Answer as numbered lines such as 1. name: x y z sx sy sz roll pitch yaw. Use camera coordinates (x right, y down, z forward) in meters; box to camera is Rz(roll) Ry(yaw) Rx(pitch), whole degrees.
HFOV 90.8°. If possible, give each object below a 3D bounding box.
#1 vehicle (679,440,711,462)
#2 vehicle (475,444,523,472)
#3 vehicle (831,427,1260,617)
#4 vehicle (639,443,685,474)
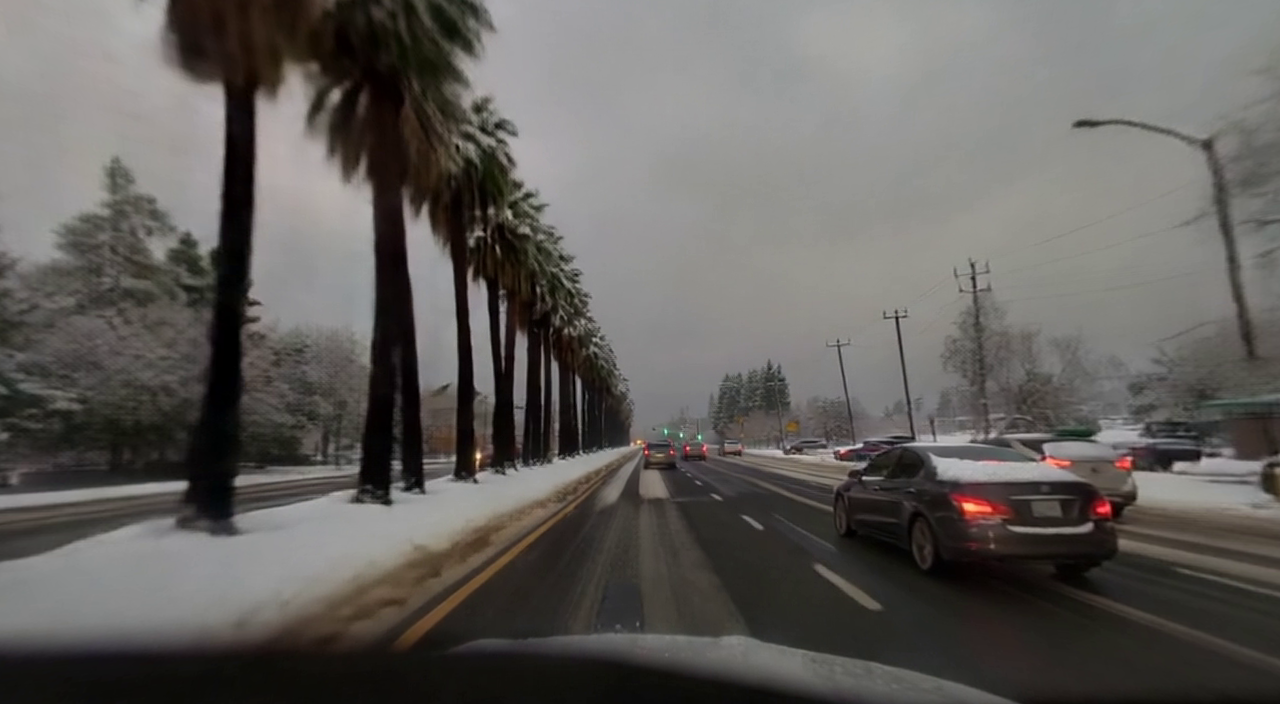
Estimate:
1. vehicle: 4.266 7.730 49.439 2.042 1.632 4.384 0 -8 -1
2. vehicle: -10.052 7.592 45.497 2.238 1.766 4.710 -2 -9 2
3. vehicle: 3.851 1.656 7.208 1.875 1.452 4.453 0 -8 -1
4. vehicle: 1.040 5.395 32.340 2.031 1.444 4.361 0 -8 -2
